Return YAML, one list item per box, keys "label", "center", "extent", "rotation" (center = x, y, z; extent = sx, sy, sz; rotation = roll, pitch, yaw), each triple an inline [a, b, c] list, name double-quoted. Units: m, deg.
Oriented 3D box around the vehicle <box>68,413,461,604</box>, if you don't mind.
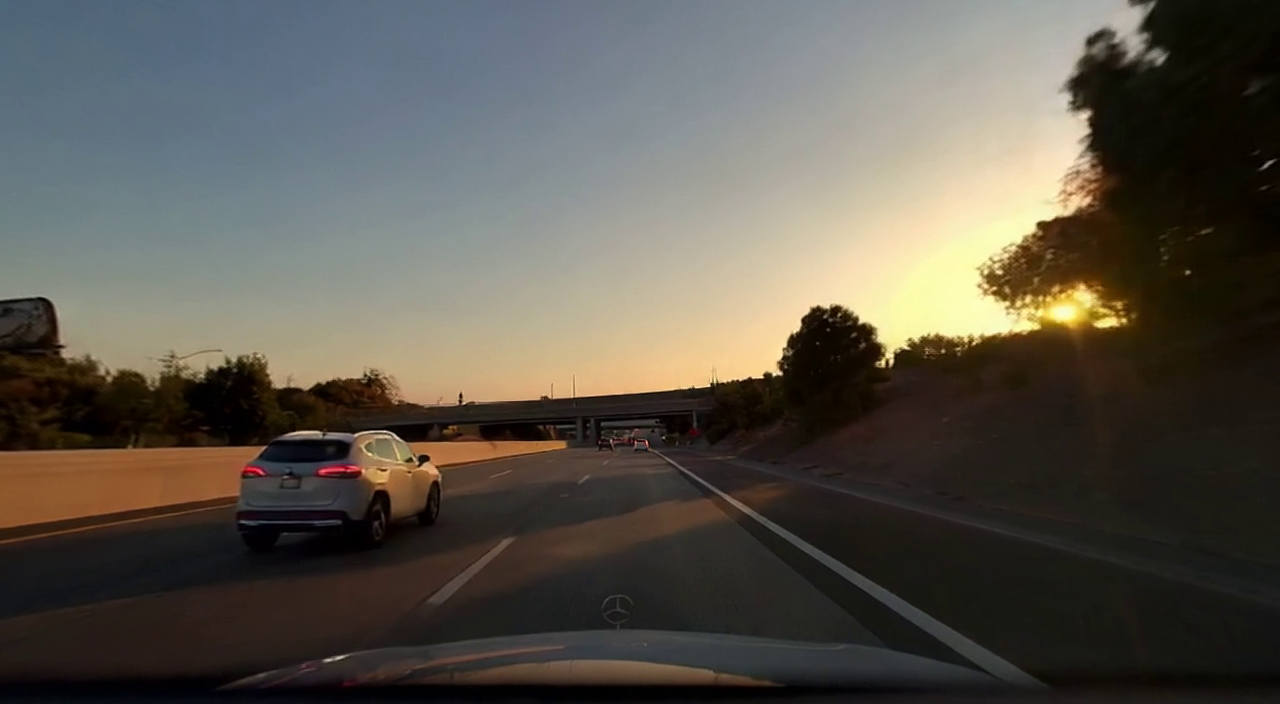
- label: "vehicle"
  center: [-3.781, 1.609, 7.512]
  extent: [2.039, 1.589, 4.324]
  rotation: [0, -8, 0]
